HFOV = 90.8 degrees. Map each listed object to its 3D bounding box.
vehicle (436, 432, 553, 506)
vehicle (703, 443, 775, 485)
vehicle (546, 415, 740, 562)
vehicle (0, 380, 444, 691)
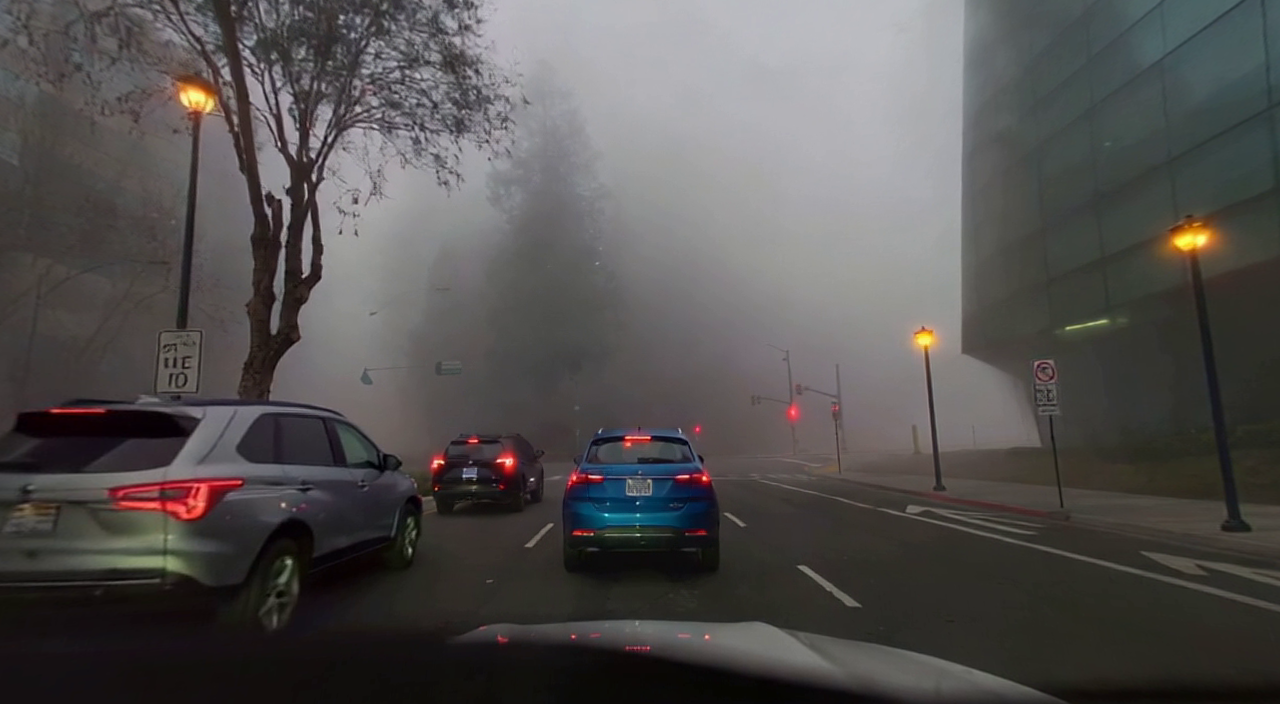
[{"bbox_3d":[-3.615,2.988,16.586,2.068,1.678,4.199,0,-8,0],"label":"vehicle"},{"bbox_3d":[3.714,4.260,24.461,2.082,1.445,4.426,0,-8,0],"label":"vehicle"},{"bbox_3d":[0.007,1.876,9.393,2.207,1.659,4.155,0,-8,-1],"label":"vehicle"},{"bbox_3d":[-3.560,1.324,5.730,2.083,1.691,4.398,0,-8,1],"label":"vehicle"}]
